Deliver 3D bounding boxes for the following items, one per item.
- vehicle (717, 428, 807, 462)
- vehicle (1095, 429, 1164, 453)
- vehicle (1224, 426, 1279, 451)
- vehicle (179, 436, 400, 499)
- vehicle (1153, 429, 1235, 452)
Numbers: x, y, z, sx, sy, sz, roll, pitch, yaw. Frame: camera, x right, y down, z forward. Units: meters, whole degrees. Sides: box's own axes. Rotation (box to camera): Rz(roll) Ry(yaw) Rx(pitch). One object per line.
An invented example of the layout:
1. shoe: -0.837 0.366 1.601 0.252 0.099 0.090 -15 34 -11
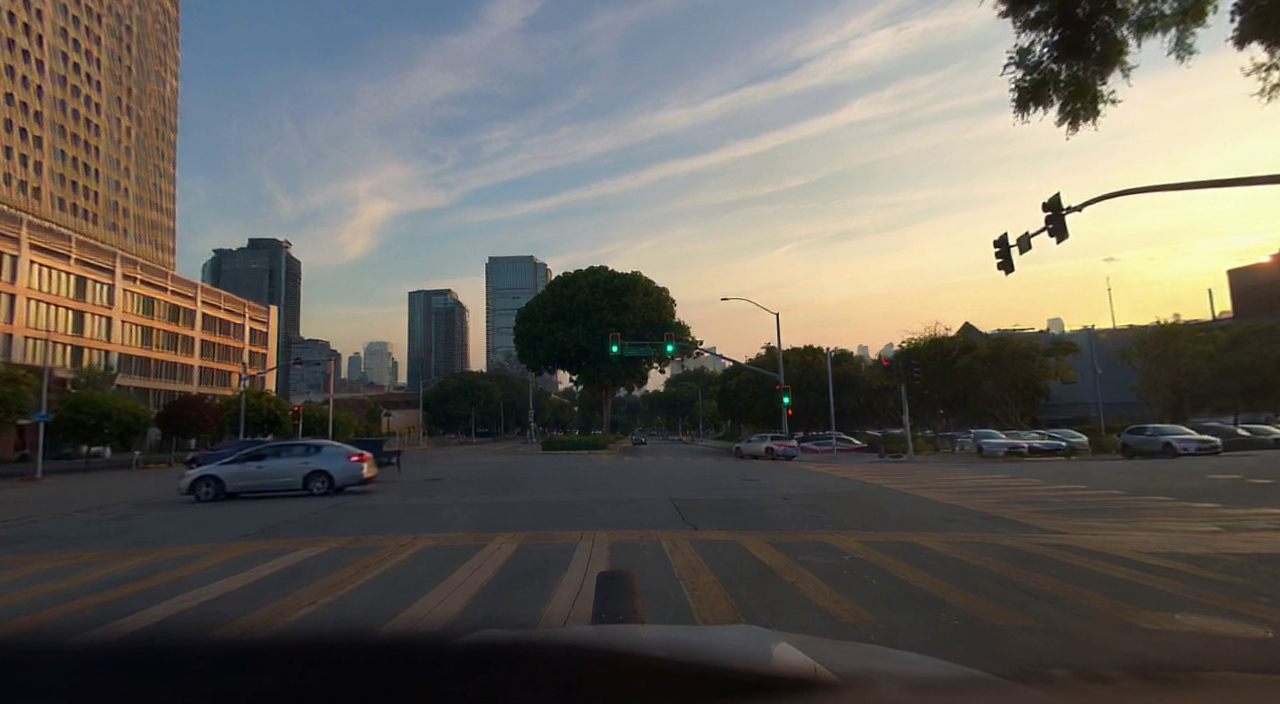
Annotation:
1. vehicle: 6.524 5.024 34.207 1.977 1.698 4.571 6 -10 -37
2. vehicle: 33.248 6.098 43.096 2.090 1.494 4.321 -3 -9 15
3. vehicle: 42.252 5.737 41.932 2.037 1.614 5.175 0 -8 0
4. vehicle: -9.268 3.054 17.156 4.916 1.504 1.846 4 -9 -26
5. vehicle: 36.562 5.891 41.845 1.726 1.429 4.163 -1 -8 2
